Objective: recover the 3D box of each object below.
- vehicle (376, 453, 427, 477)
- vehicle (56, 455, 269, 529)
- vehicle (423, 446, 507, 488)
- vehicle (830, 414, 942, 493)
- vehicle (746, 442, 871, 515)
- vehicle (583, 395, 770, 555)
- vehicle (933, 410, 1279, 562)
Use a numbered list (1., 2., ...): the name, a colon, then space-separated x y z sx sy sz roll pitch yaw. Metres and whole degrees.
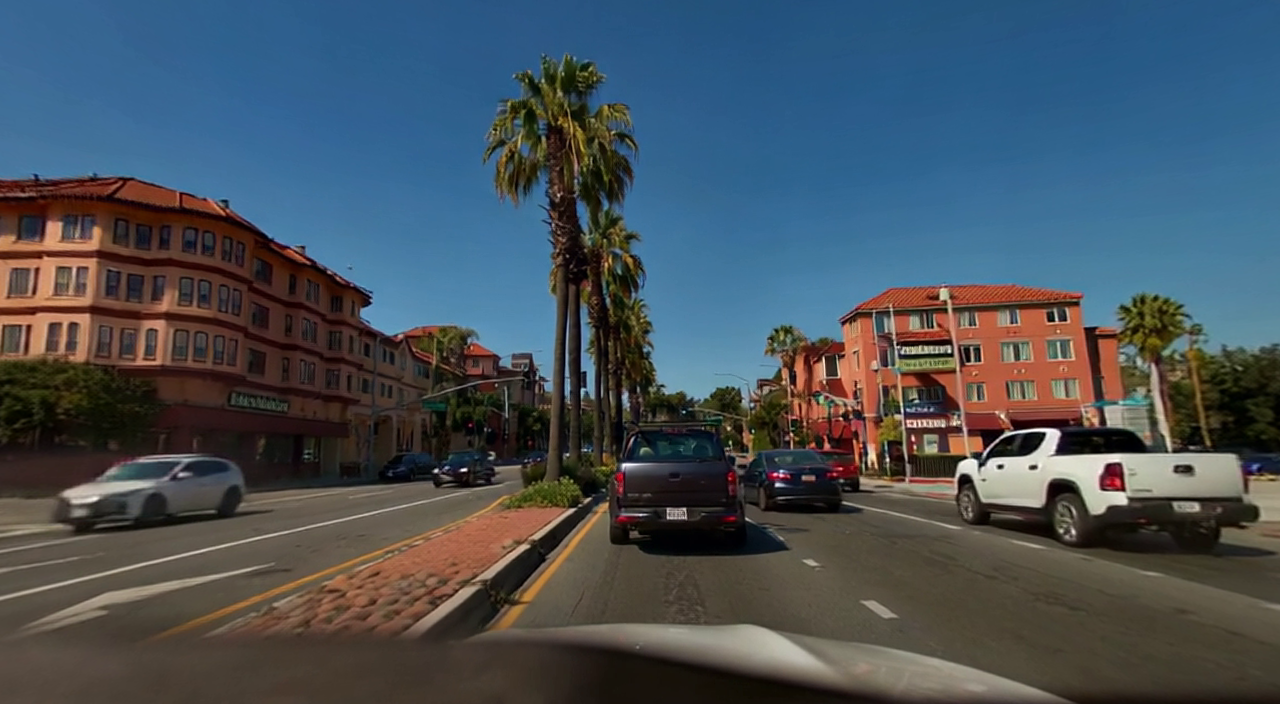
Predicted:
1. vehicle: -18.095 8.537 48.021 1.972 1.694 4.466 0 -9 2
2. vehicle: -11.585 3.372 15.756 2.031 1.534 4.079 0 -9 1
3. vehicle: -7.884 5.225 28.995 2.268 1.733 4.821 -1 -9 2
4. vehicle: 10.812 4.370 28.360 2.663 3.061 5.602 -2 -5 0
5. vehicle: 4.114 3.136 16.182 2.072 1.595 4.124 0 -9 0
6. vehicle: 0.549 2.059 11.235 2.487 2.115 5.444 0 -9 1
7. vehicle: 7.497 2.154 10.967 2.215 1.973 5.323 0 -9 0
